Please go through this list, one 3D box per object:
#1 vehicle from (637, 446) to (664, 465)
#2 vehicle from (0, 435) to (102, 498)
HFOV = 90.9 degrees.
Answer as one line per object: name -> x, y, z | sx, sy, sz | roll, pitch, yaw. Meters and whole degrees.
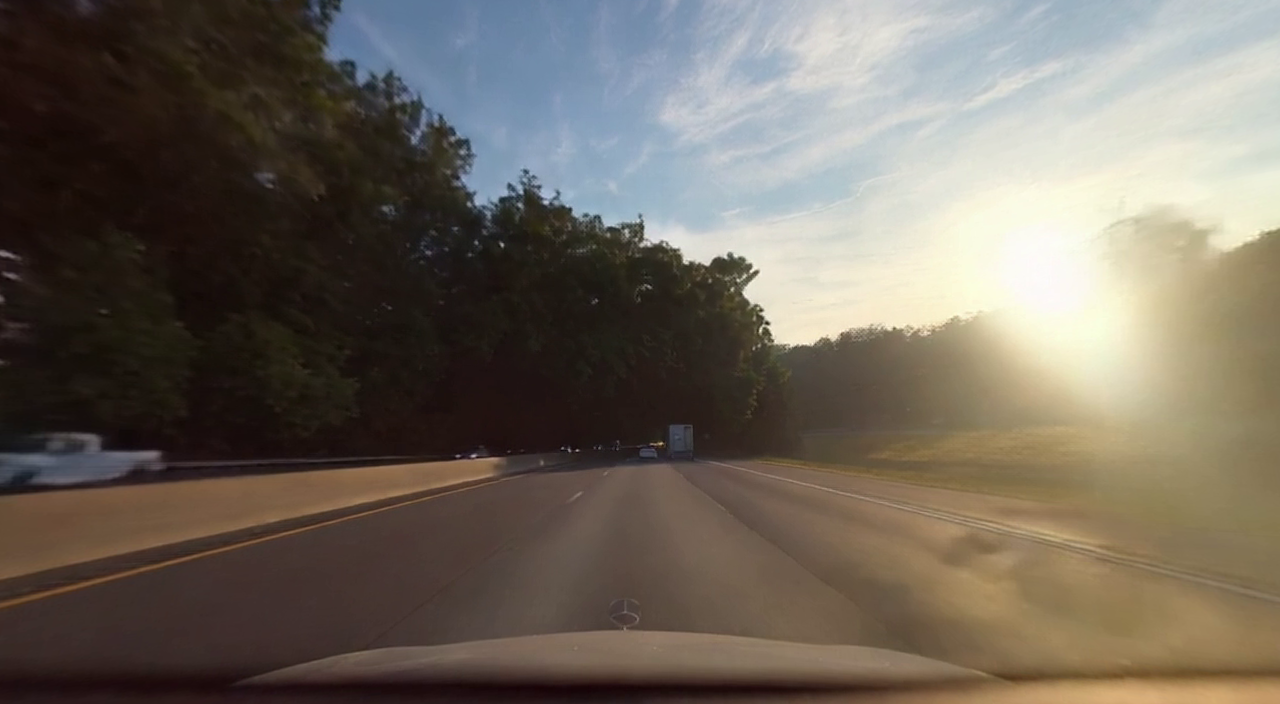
vehicle -> 0.791, 7.985, 48.687 | 2.023, 1.434, 4.236 | 0, -9, 1
vehicle -> -18.933, 3.389, 18.730 | 1.996, 1.731, 4.281 | 0, -9, 0
